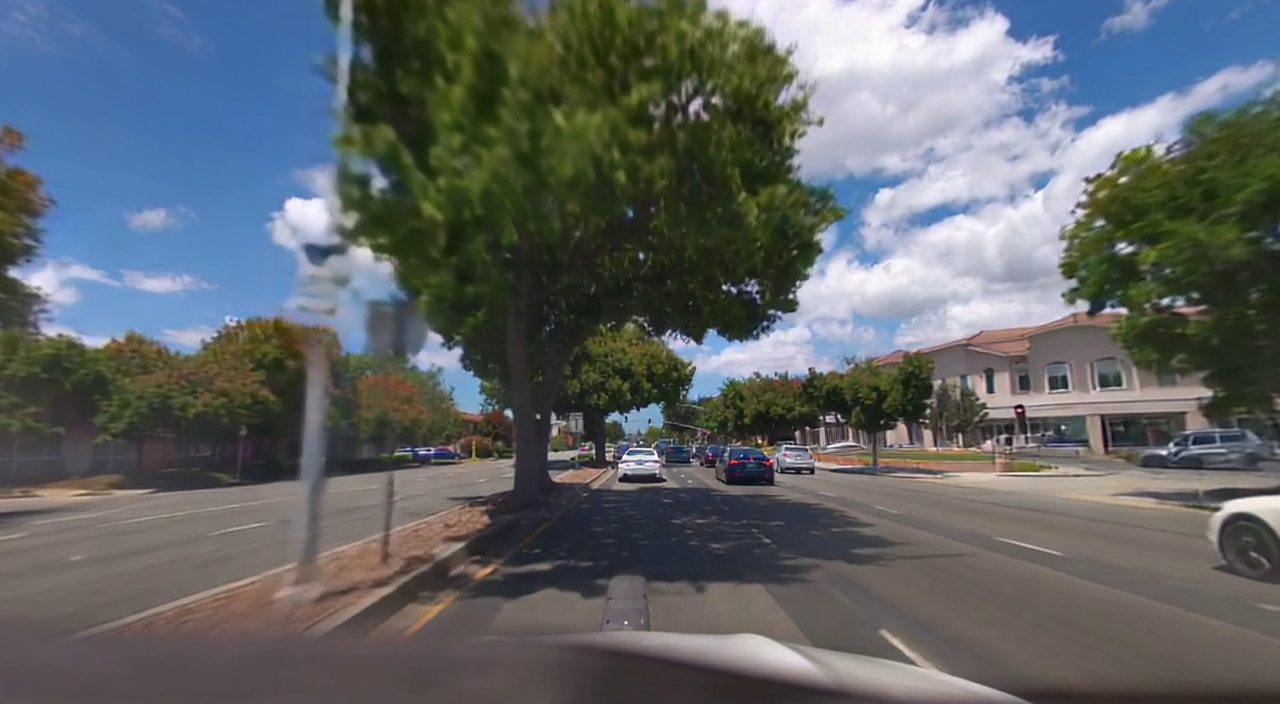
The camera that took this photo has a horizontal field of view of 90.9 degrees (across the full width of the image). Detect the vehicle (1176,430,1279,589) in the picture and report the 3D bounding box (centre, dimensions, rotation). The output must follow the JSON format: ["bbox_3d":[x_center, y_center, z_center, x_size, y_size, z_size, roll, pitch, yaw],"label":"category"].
[{"bbox_3d":[7.114,1.356,4.984,1.892,1.515,4.400,0,-8,1],"label":"vehicle"}]

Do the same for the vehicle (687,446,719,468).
[{"bbox_3d":[4.410,7.459,44.903,1.862,1.457,4.204,0,-8,0],"label":"vehicle"}]

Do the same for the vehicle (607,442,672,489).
[{"bbox_3d":[-0.009,3.951,22.260,2.096,1.473,3.893,0,-8,0],"label":"vehicle"}]

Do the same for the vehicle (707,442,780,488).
[{"bbox_3d":[3.727,4.139,23.504,1.988,1.528,4.144,0,-8,0],"label":"vehicle"}]

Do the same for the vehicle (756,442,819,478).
[{"bbox_3d":[7.374,5.408,31.922,2.044,1.701,4.397,0,-8,-1],"label":"vehicle"}]
